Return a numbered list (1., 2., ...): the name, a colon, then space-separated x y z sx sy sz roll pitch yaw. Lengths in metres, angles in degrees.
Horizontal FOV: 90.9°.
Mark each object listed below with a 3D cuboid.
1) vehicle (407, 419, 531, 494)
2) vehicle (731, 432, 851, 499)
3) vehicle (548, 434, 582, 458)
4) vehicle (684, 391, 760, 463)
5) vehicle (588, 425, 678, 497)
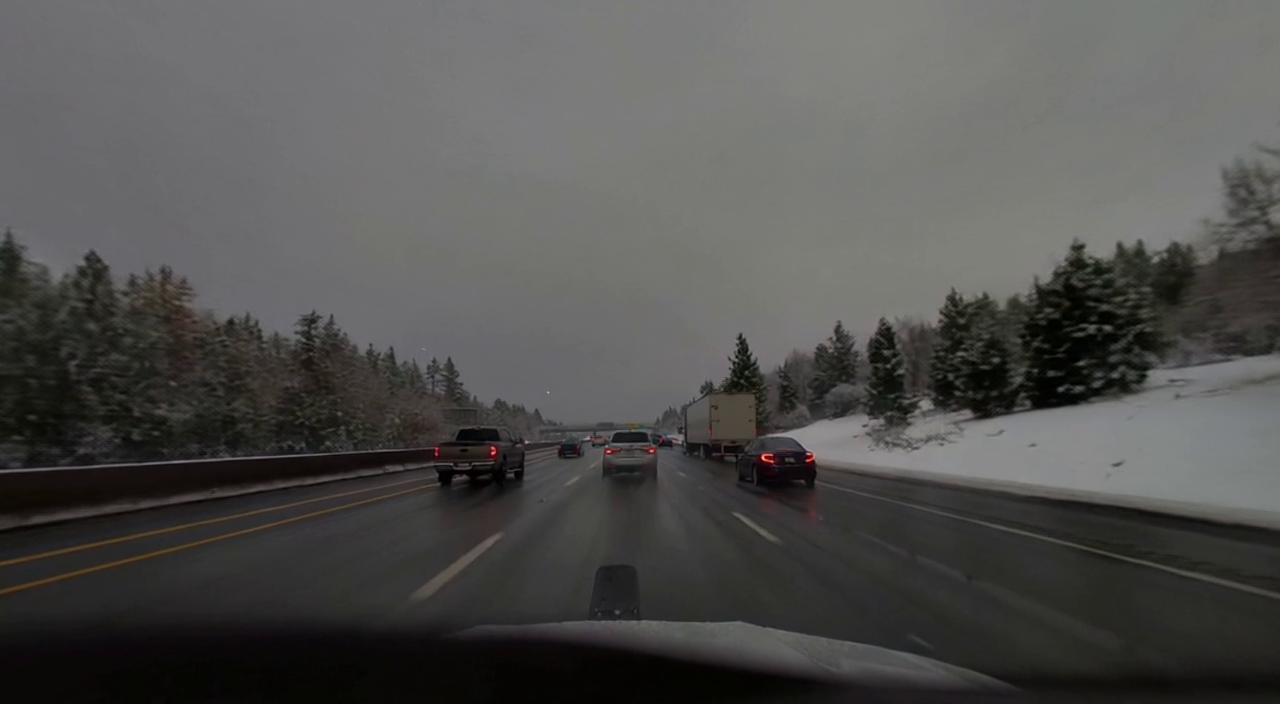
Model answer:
1. vehicle: -4.533 2.840 17.590 2.101 1.767 4.702 0 -8 0
2. vehicle: 3.670 2.807 16.109 1.951 1.477 3.963 0 -8 -2
3. vehicle: -5.420 6.885 46.138 1.971 1.648 3.983 0 -8 0
4. vehicle: 5.202 5.236 43.178 2.888 4.135 14.071 0 -8 -2
5. vehicle: -0.198 2.781 16.534 2.083 1.647 3.799 0 -8 -1
